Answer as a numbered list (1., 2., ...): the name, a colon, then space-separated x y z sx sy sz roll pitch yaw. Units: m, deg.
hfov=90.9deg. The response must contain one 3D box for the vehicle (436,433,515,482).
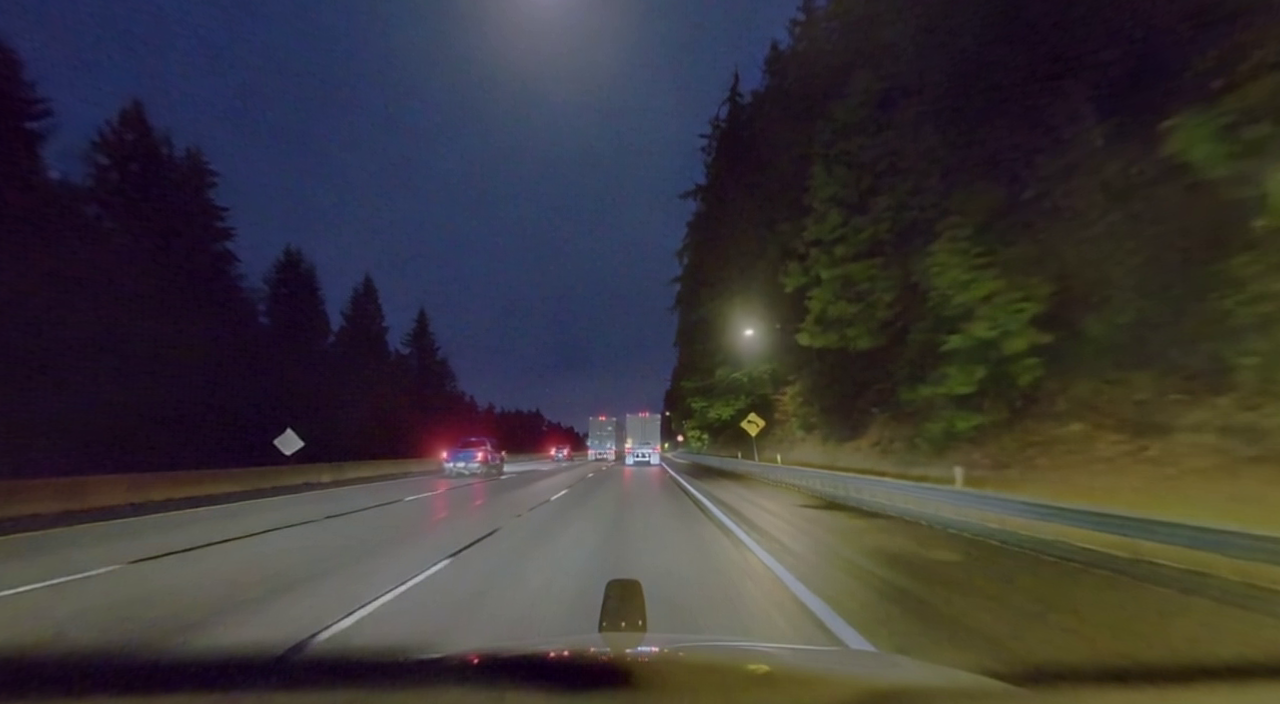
1. vehicle: -6.982 4.505 27.269 2.149 1.884 4.627 0 -8 0

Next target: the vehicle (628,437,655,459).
1. vehicle: 0.123 7.624 49.994 2.072 1.630 4.529 0 -8 0
